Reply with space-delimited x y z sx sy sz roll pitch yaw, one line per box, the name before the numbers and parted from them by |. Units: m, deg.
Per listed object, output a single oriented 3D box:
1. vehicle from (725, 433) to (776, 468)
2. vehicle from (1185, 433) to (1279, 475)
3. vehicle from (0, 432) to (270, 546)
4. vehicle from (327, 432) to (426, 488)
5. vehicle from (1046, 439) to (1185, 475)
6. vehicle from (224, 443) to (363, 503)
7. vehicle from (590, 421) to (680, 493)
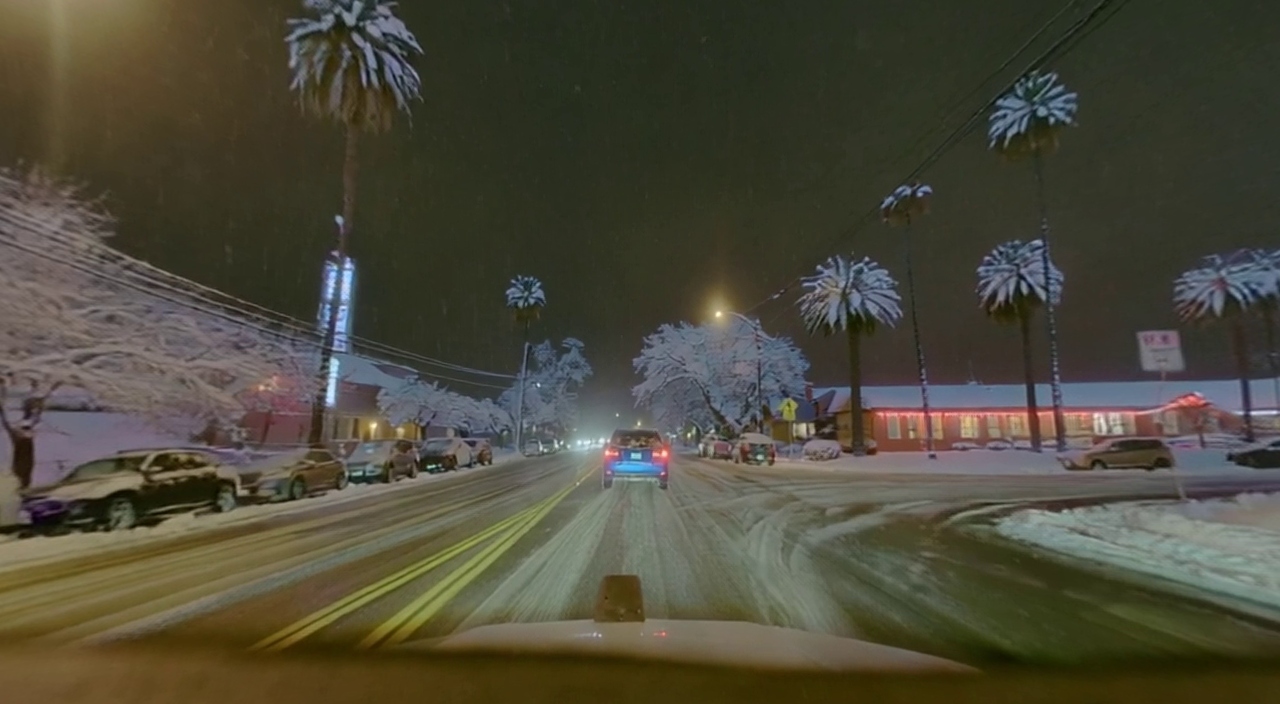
vehicle | 6.064 5.449 34.929 2.005 1.775 4.324 0 -9 0
vehicle | 27.422 4.482 27.830 4.708 1.742 2.025 0 -9 0
vehicle | -10.156 2.635 13.095 1.992 1.744 4.896 -1 -6 -1
vehicle | -10.016 4.128 24.324 1.958 1.937 4.114 0 -9 1
vehicle | 20.779 4.590 27.630 4.488 1.470 1.994 0 -9 -2
vehicle | -10.066 3.516 18.710 1.812 1.578 4.037 0 -9 0
vehicle | -0.188 3.013 18.347 2.264 1.798 4.563 0 -9 -2
